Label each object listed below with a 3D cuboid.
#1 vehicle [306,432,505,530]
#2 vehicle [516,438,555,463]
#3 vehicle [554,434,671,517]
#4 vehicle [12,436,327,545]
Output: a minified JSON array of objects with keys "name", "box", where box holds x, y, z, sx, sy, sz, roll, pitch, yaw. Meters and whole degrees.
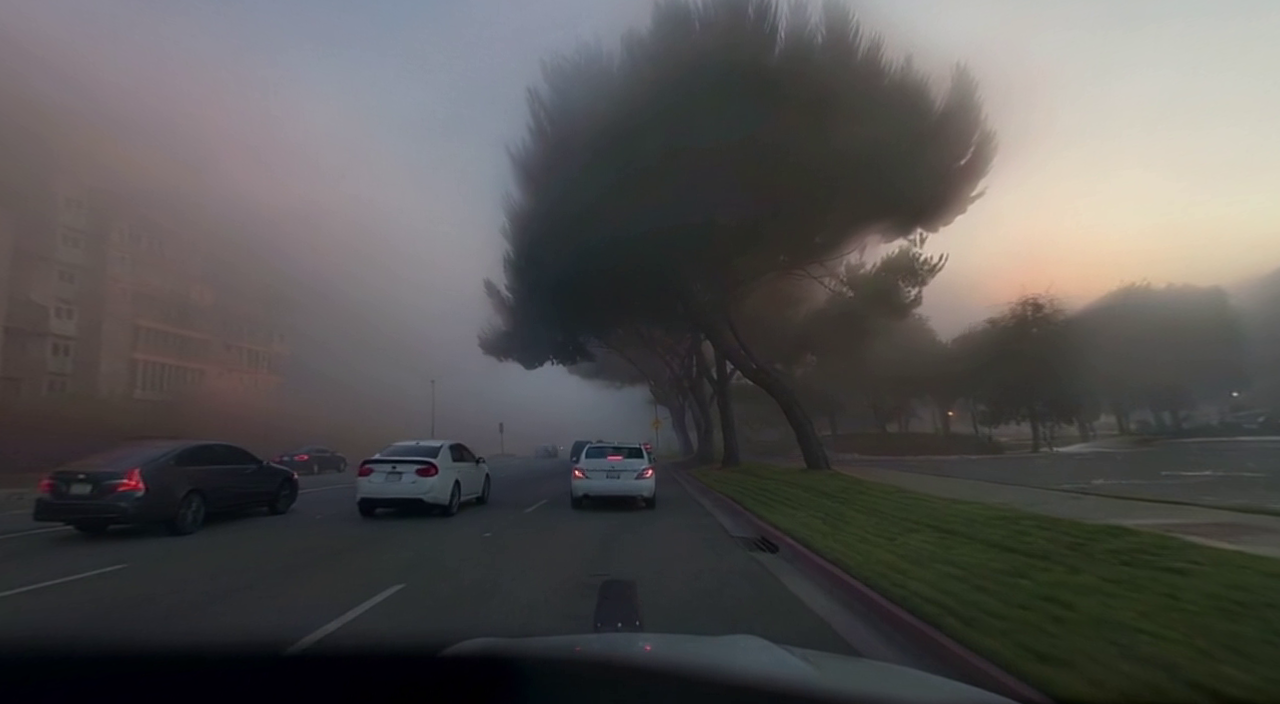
[{"name":"vehicle","box":[-4.178,2.373,12.281,2.032,1.515,4.641,0,-9,1]},{"name":"vehicle","box":[-7.524,7.140,45.945,2.023,1.737,4.569,0,-9,1]},{"name":"vehicle","box":[-0.537,2.546,13.584,2.099,1.469,4.389,0,-9,-1]},{"name":"vehicle","box":[-7.528,2.227,10.897,1.906,1.449,4.576,0,-9,0]}]
